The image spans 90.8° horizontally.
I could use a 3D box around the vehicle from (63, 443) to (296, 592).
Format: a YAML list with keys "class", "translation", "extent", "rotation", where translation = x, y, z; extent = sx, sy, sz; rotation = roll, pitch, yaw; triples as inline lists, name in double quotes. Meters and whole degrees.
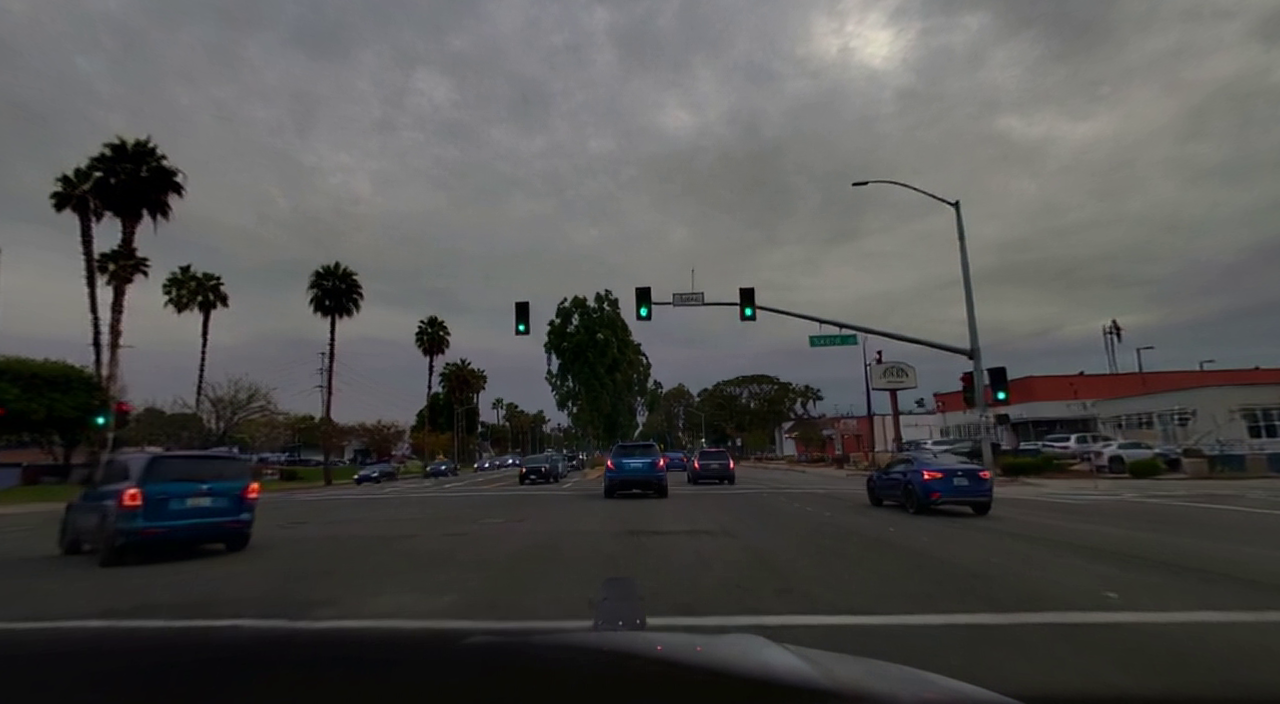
- class: "vehicle"
  translation: [-6.884, 2.226, 9.576]
  extent: [2.201, 1.644, 4.465]
  rotation: [6, -11, -36]

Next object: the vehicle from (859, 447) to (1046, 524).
- class: "vehicle"
  translation: [6.779, 2.898, 14.358]
  extent: [1.944, 1.447, 4.309]
  rotation: [0, -9, -1]

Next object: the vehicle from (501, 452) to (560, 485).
- class: "vehicle"
  translation: [-5.173, 5.564, 30.468]
  extent: [2.030, 1.441, 4.324]
  rotation: [0, -9, 1]

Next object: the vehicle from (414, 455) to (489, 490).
- class: "vehicle"
  translation: [-8.573, 5.472, 29.099]
  extent: [2.061, 1.415, 4.289]
  rotation: [0, -9, 1]

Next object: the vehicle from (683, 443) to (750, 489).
- class: "vehicle"
  translation: [3.024, 4.609, 25.900]
  extent: [2.112, 1.710, 4.234]
  rotation: [0, -9, -2]

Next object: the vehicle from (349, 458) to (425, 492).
- class: "vehicle"
  translation: [-11.874, 5.786, 29.977]
  extent: [1.850, 1.414, 4.184]
  rotation: [0, -9, 1]

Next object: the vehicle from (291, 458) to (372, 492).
- class: "vehicle"
  translation: [-15.358, 6.132, 31.682]
  extent: [2.048, 1.494, 4.069]
  rotation: [0, -9, -1]

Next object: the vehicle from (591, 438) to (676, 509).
- class: "vehicle"
  translation: [-0.237, 3.402, 18.183]
  extent: [2.151, 1.787, 4.109]
  rotation: [0, -9, -2]
